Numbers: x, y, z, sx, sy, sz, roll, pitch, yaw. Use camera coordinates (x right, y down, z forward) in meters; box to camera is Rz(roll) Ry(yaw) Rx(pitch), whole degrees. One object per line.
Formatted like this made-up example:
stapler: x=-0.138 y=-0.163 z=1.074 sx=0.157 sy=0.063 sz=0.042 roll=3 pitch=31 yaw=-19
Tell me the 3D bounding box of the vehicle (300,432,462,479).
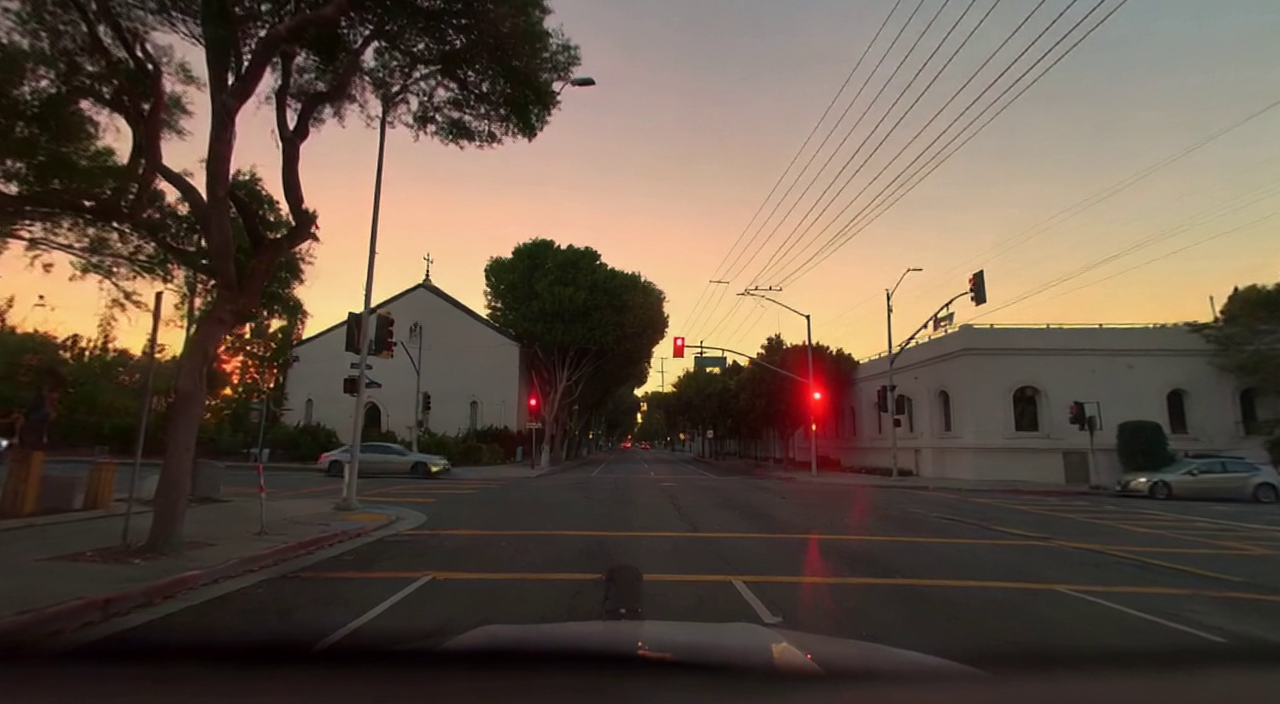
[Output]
vehicle: x=-8.843 y=3.558 z=21.866 sx=4.718 sy=1.497 sz=2.032 roll=0 pitch=-9 yaw=4
